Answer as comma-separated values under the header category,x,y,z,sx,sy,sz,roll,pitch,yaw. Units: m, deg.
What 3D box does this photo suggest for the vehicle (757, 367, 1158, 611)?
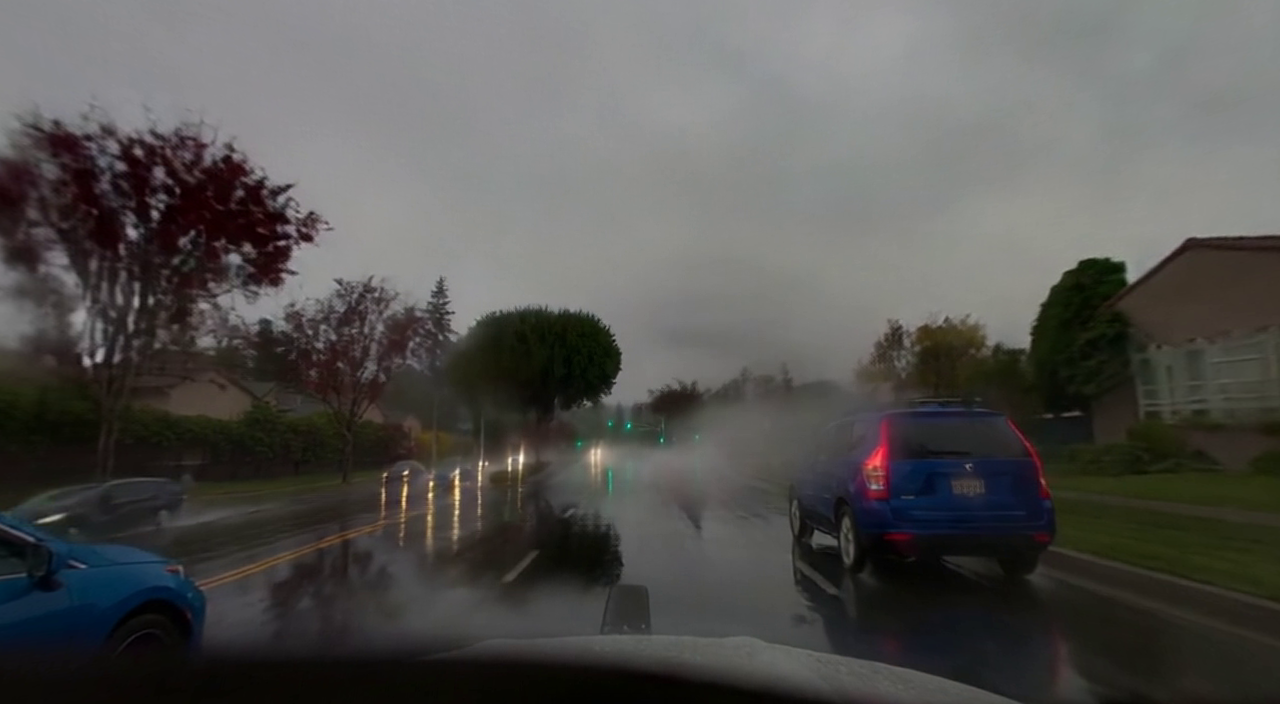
category,x,y,z,sx,sy,sz,roll,pitch,yaw
vehicle,3.227,1.585,8.245,2.338,2.063,5.592,0,-9,1

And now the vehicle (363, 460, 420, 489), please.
category,x,y,z,sx,sy,sz,roll,pitch,yaw
vehicle,-14.488,7.136,37.009,1.839,1.496,4.338,0,-9,-4

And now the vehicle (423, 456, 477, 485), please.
category,x,y,z,sx,sy,sz,roll,pitch,yaw
vehicle,-11.028,6.870,36.897,1.928,1.482,4.649,0,-9,-3

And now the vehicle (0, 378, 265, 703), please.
category,x,y,z,sx,sy,sz,roll,pitch,yaw
vehicle,-3.409,0.838,1.639,2.058,1.659,4.514,0,-9,0
